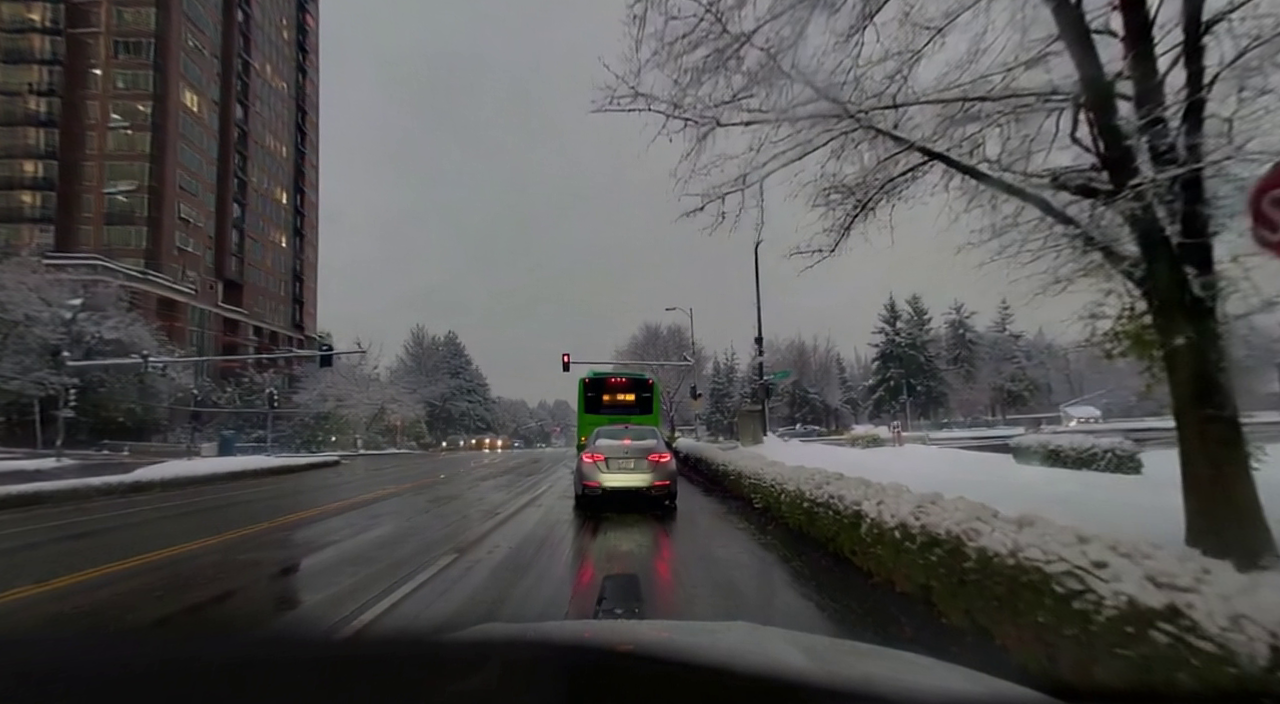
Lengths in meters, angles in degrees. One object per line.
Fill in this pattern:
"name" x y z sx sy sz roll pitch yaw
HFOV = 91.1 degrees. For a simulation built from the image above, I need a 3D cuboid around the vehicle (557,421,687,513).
"vehicle" -0.330 2.091 12.056 2.064 1.452 3.942 0 -7 -1
